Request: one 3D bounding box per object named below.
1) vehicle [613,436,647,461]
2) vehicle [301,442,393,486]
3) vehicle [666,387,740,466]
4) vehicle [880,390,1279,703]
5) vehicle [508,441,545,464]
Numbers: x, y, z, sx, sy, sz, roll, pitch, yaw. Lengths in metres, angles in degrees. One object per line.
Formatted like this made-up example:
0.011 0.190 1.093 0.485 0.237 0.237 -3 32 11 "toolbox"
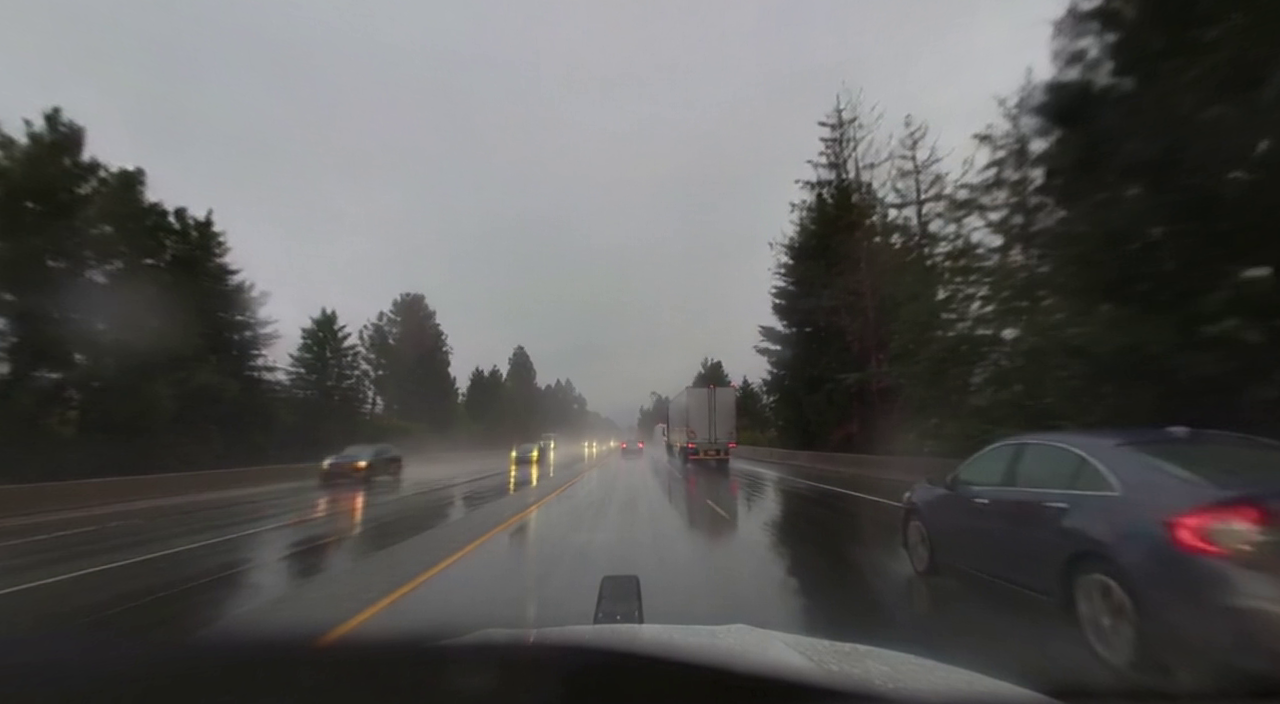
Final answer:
-0.695 6.627 43.622 2.192 1.623 4.887 0 -8 -1 "vehicle"
-12.165 4.628 26.444 1.900 1.638 4.089 0 -8 0 "vehicle"
3.510 4.743 39.070 2.919 4.004 13.911 0 -8 -1 "vehicle"
3.752 1.211 4.792 2.072 1.534 4.300 0 -8 -1 "vehicle"
-8.190 7.240 45.649 1.862 1.525 4.059 0 -8 0 "vehicle"
